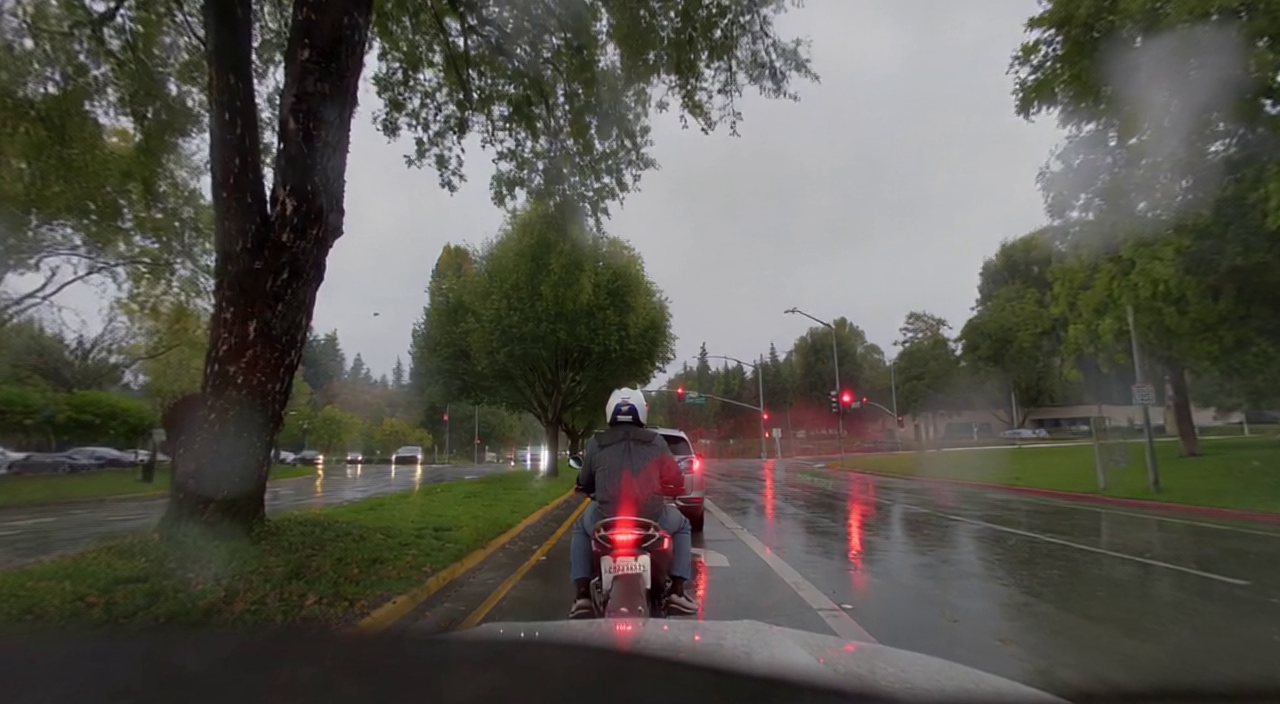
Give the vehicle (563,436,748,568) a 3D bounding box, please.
[{"bbox_3d":[0.131,2.024,9.424,2.093,1.450,4.437,0,-8,-1],"label":"vehicle"}]
